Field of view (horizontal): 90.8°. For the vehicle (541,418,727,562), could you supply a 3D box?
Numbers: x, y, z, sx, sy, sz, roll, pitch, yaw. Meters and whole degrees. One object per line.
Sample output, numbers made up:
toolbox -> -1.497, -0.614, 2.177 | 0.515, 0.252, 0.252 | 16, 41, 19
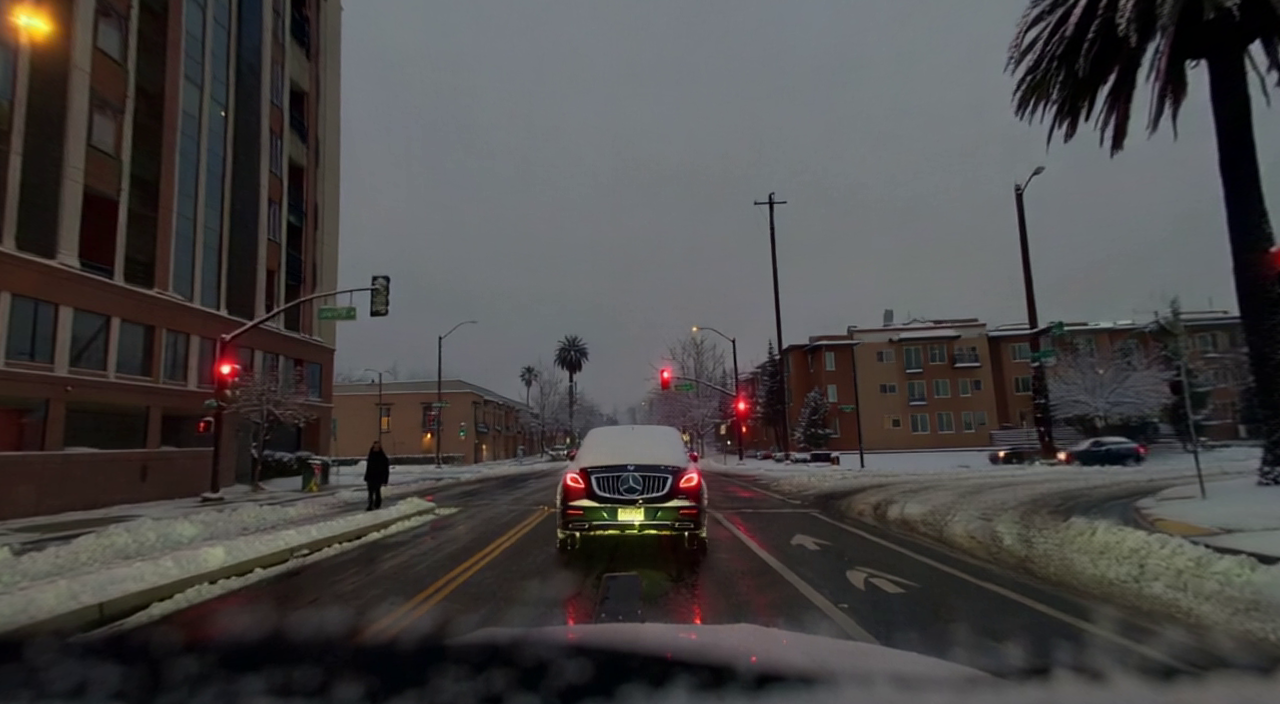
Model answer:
vehicle -> -0.073, 1.874, 9.238 | 2.144, 1.643, 3.770 | 0, -8, 0

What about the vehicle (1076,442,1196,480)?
vehicle -> 22.154, 4.839, 28.258 | 4.118, 1.593, 2.004 | 2, -9, -14

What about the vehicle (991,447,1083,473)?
vehicle -> 24.227, 6.591, 38.682 | 4.417, 1.462, 1.761 | 0, -8, -1
